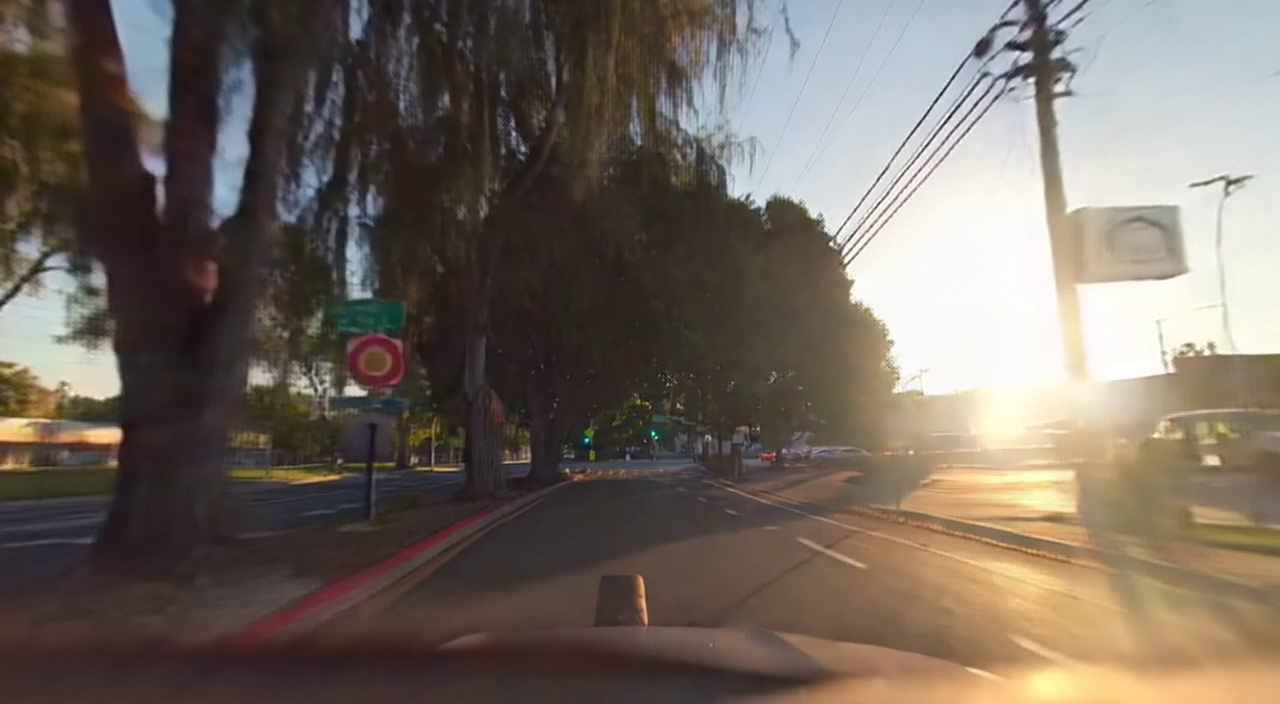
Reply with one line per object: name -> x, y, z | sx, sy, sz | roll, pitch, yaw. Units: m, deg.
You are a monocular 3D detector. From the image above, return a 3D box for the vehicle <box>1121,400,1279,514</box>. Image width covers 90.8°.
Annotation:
vehicle -> 17.932, 3.074, 18.769 | 2.642, 2.930, 5.826 | 0, -8, 1

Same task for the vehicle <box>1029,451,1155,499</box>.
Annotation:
vehicle -> 18.024, 4.862, 25.503 | 2.041, 1.674, 4.301 | 2, -9, 2

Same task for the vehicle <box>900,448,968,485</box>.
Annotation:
vehicle -> 16.534, 6.359, 35.418 | 2.086, 1.845, 4.694 | -8, -11, 41

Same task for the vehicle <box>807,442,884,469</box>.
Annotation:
vehicle -> 15.193, 7.690, 46.859 | 4.996, 1.720, 2.027 | 1, -12, 2
